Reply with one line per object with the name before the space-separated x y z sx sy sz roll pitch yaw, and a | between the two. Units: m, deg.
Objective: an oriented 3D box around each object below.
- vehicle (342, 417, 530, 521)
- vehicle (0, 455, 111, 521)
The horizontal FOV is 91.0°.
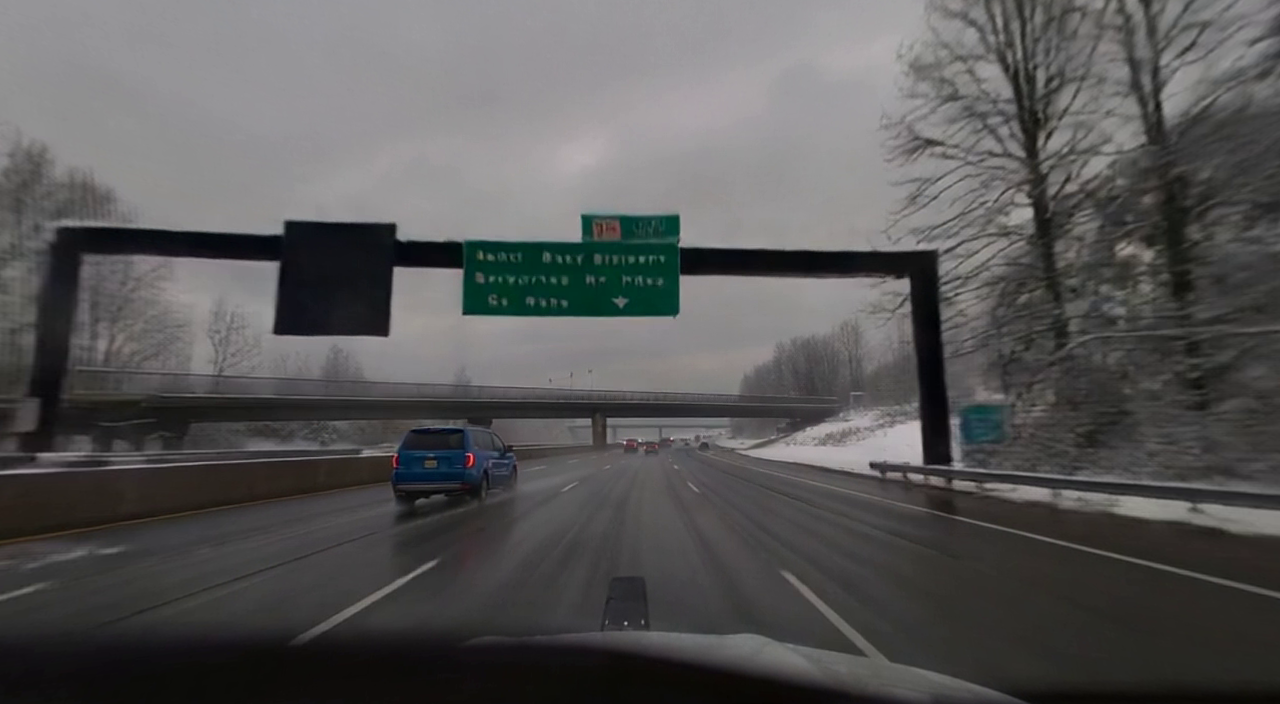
vehicle | -3.765 2.254 12.646 2.177 1.707 4.432 0 -8 1
vehicle | -16.492 3.471 16.211 1.825 1.529 4.419 0 -8 0
